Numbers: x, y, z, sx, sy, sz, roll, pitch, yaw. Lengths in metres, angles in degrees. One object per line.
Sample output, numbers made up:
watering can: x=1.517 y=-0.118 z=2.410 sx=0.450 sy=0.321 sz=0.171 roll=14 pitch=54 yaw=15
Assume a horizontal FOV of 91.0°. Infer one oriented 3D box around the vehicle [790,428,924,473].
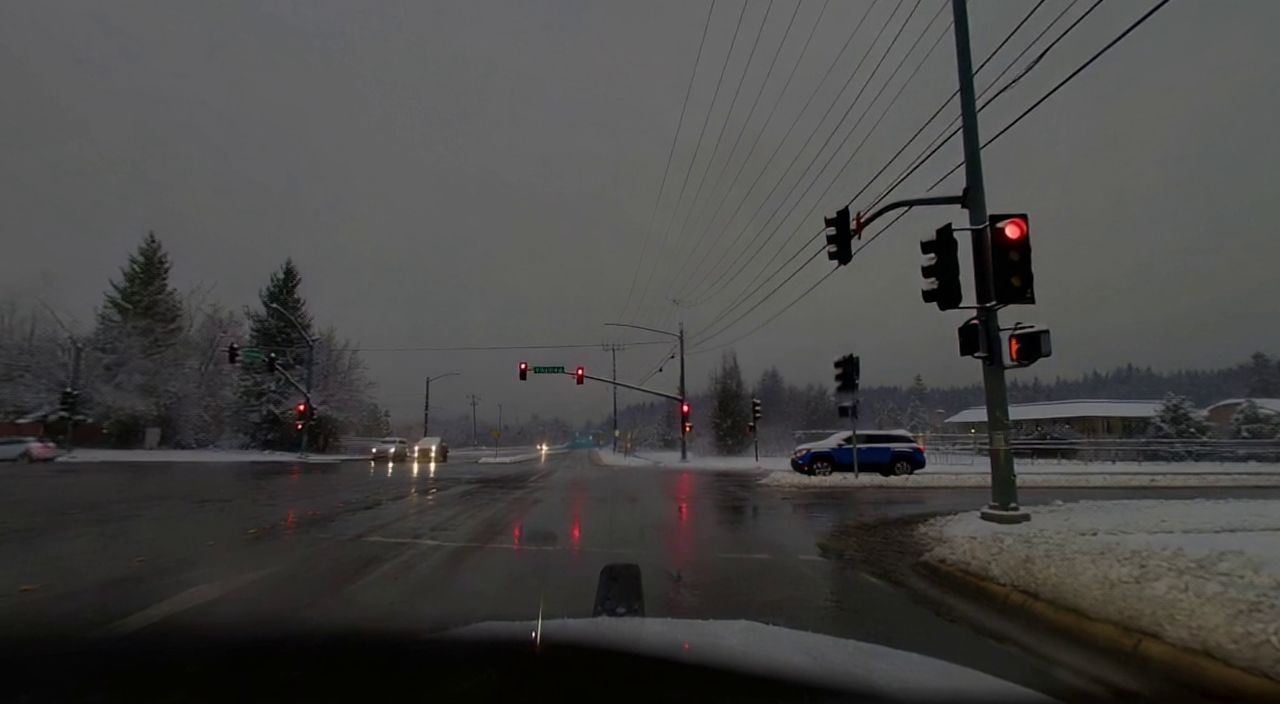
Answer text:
vehicle: x=8.702 y=4.018 z=25.729 sx=4.884 sy=1.714 sz=2.021 roll=-2 pitch=-9 yaw=12
